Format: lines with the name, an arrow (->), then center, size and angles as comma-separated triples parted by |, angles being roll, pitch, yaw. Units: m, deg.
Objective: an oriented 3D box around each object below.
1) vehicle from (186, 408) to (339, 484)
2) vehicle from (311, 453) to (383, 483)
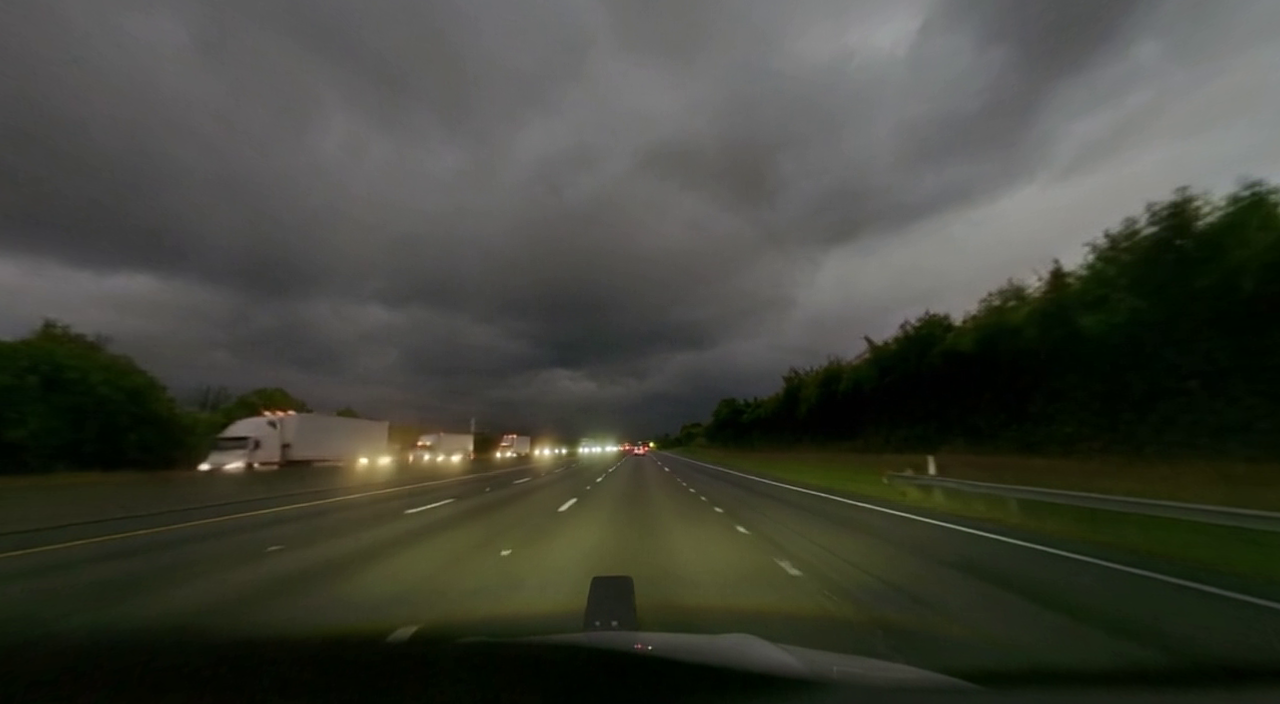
vehicle -> -22.921, 5.894, 39.140 | 3.011, 4.011, 10.543 | 0, -9, -1
vehicle -> -15.808, 6.233, 34.061 | 1.845, 1.481, 4.396 | 0, -9, -1
